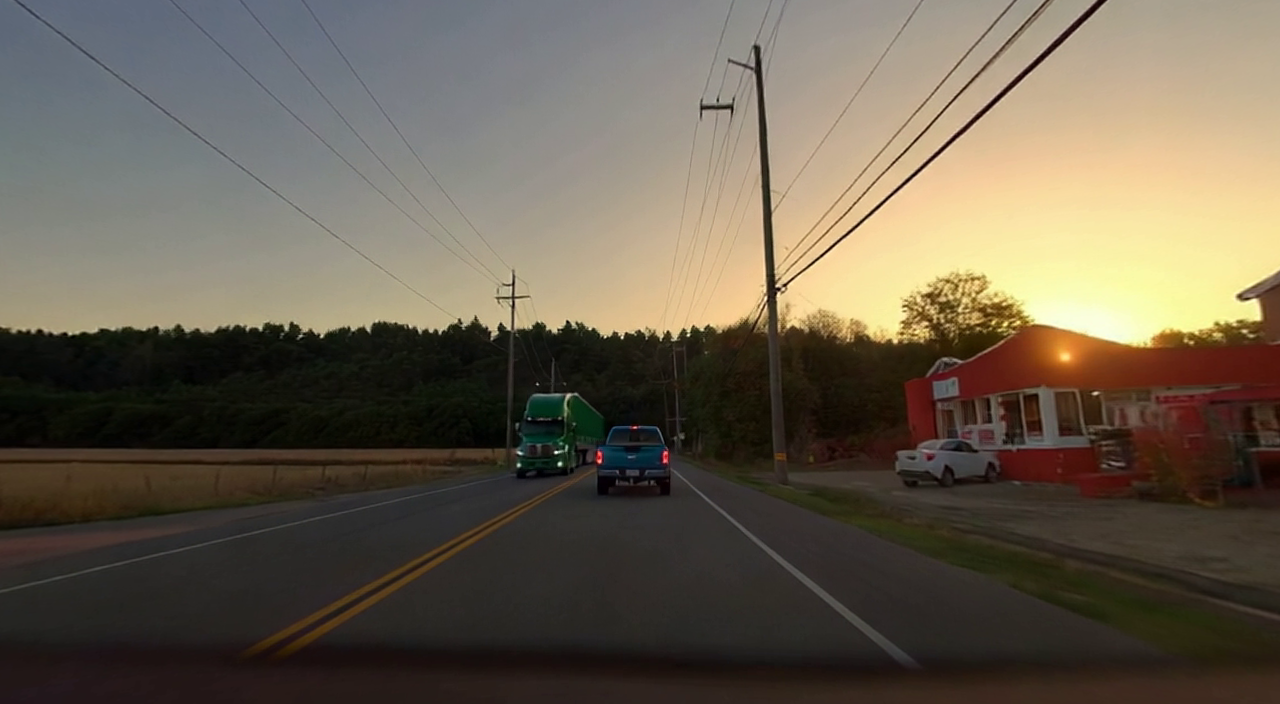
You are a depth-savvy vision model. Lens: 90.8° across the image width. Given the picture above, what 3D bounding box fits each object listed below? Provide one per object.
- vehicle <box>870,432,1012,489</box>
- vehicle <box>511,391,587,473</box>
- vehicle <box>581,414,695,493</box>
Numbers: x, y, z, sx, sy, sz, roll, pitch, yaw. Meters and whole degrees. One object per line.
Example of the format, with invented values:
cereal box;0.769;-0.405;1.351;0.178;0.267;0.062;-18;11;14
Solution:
vehicle;10.670;3.743;22.205;5.304;1.754;2.340;6;-11;-39
vehicle;-4.789;4.469;34.938;3.063;3.986;7.883;0;-8;0
vehicle;-0.079;3.159;20.074;2.921;2.031;7.416;0;-8;0
